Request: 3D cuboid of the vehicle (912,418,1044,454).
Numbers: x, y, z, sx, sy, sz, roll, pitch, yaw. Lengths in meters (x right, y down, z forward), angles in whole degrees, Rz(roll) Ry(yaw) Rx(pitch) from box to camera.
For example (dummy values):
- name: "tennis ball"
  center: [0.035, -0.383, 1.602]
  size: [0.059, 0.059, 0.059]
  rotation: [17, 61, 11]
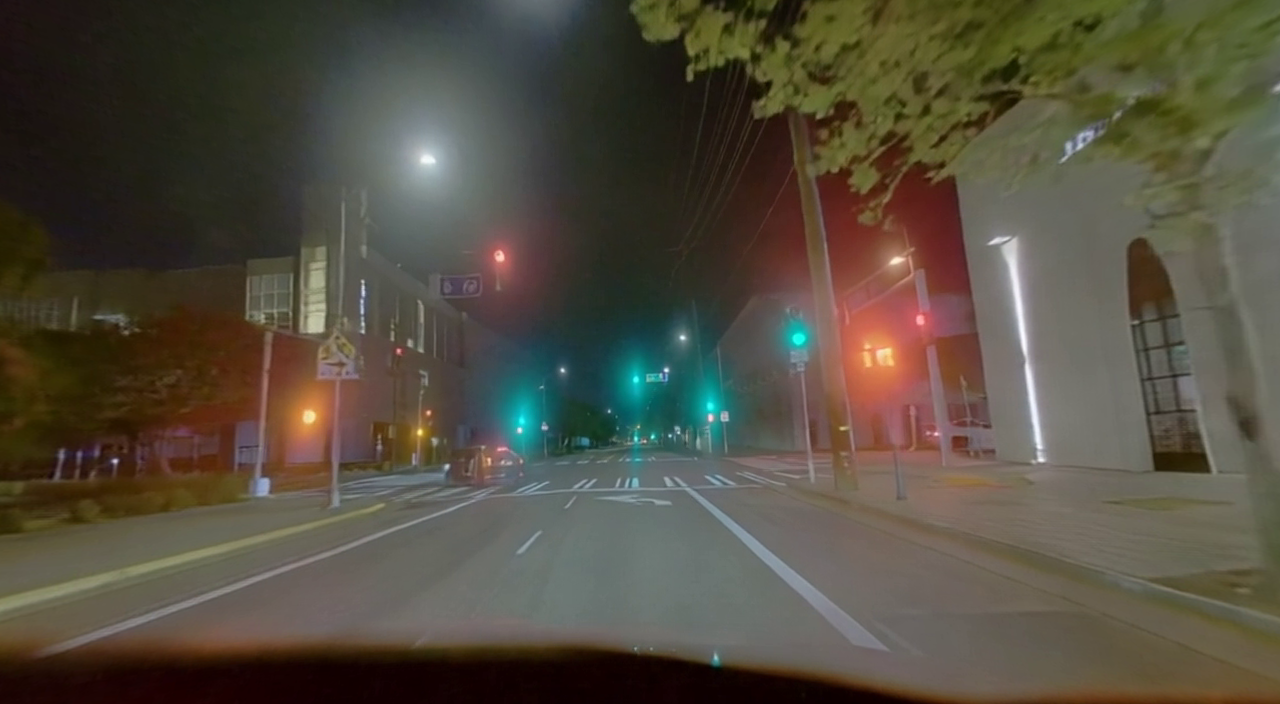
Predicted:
- name: "vehicle"
  center: [14.598, 3.651, 27.470]
  size: [4.632, 1.484, 1.907]
  rotation: [0, -8, -1]

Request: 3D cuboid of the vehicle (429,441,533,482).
- name: "vehicle"
  center: [-6.878, 4.612, 27.038]
  size: [4.624, 1.478, 2.118]
  rotation: [-8, -7, 42]
